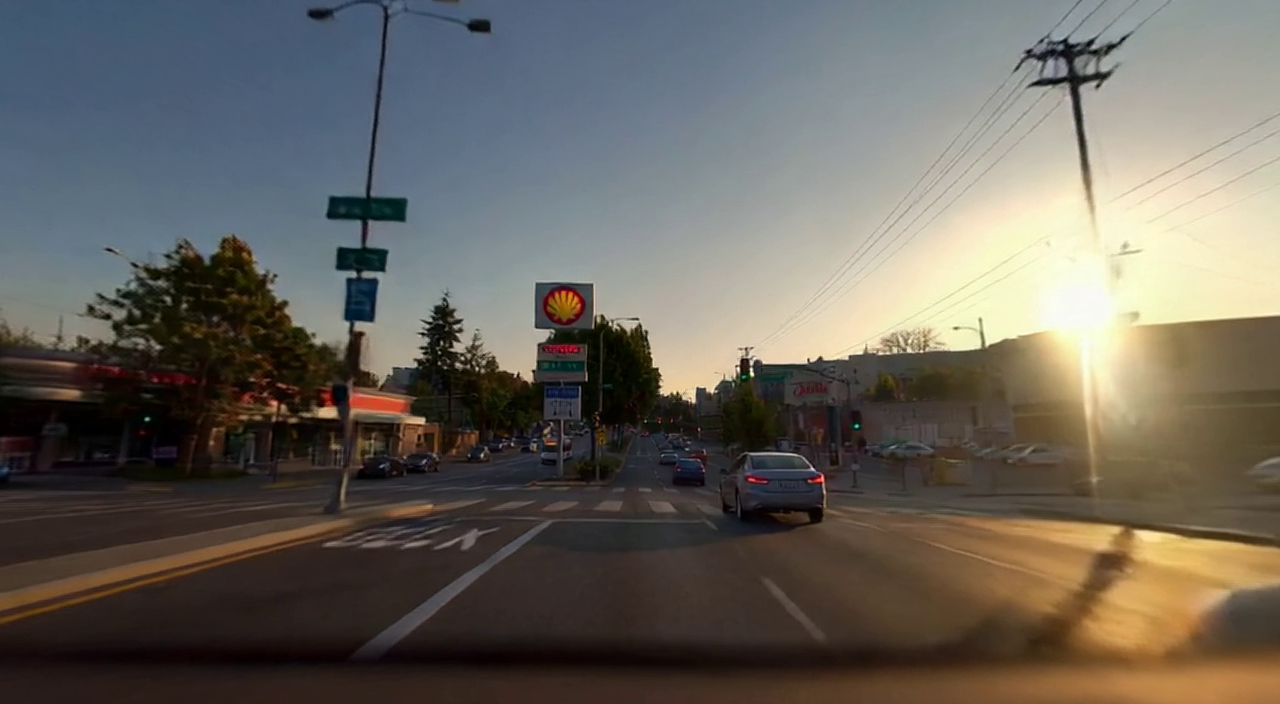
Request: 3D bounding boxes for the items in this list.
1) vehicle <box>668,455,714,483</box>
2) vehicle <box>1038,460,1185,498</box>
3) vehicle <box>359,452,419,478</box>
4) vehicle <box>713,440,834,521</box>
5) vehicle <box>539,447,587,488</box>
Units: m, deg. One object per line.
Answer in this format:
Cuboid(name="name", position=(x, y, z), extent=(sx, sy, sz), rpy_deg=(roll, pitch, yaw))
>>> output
Cuboid(name="vehicle", position=(2.937, 6.883, 37.186), extent=(2.282, 1.458, 4.362), rpy_deg=(1, -9, 0))
Cuboid(name="vehicle", position=(20.901, 5.648, 28.091), extent=(4.727, 1.514, 2.211), rpy_deg=(0, -9, 1))
Cuboid(name="vehicle", position=(-17.792, 8.021, 44.917), extent=(1.956, 1.634, 5.000), rpy_deg=(0, -9, 3))
Cuboid(name="vehicle", position=(3.076, 3.049, 15.499), extent=(1.999, 1.679, 4.217), rpy_deg=(1, -9, -1))
Cuboid(name="vehicle", position=(-3.747, 5.776, 31.087), extent=(2.189, 1.836, 4.693), rpy_deg=(1, -12, -6))
